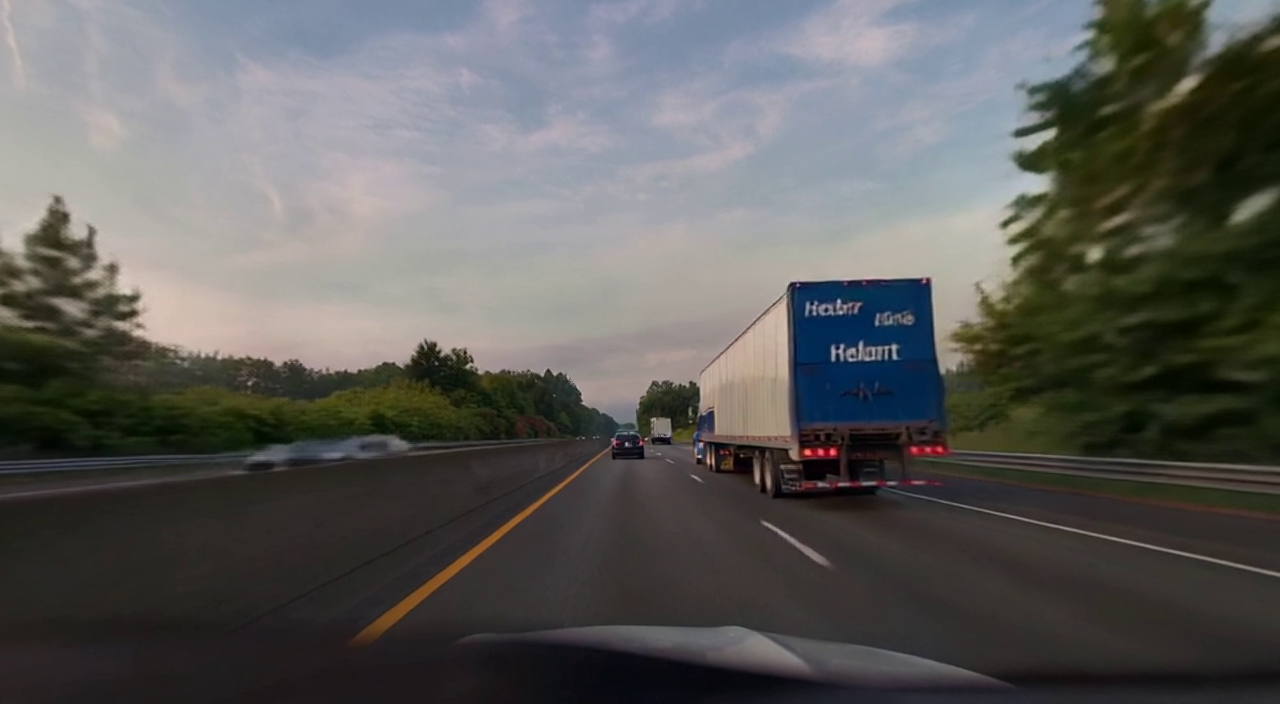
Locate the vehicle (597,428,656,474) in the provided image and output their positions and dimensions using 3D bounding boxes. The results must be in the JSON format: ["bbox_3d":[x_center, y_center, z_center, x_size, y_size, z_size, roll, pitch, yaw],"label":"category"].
[{"bbox_3d":[-0.511,3.747,24.150,2.095,1.557,3.963,0,-8,-1],"label":"vehicle"}]

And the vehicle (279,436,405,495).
[{"bbox_3d":[-9.377,3.538,20.276,1.997,1.660,4.315,0,-8,-1],"label":"vehicle"}]

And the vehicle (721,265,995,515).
[{"bbox_3d":[4.099,1.204,15.061,2.853,4.038,9.831,0,-8,-1],"label":"vehicle"}]

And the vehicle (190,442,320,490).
[{"bbox_3d":[-13.531,3.987,22.524,1.830,1.478,4.507,0,-8,-1],"label":"vehicle"}]
